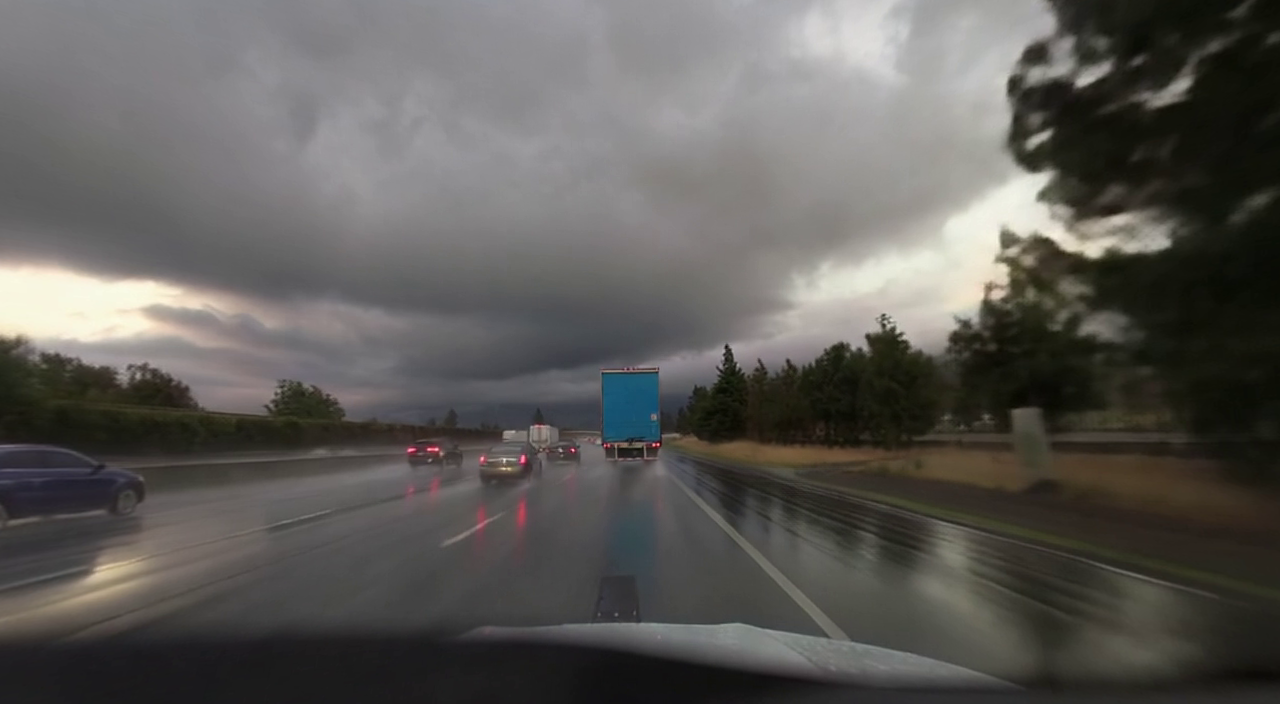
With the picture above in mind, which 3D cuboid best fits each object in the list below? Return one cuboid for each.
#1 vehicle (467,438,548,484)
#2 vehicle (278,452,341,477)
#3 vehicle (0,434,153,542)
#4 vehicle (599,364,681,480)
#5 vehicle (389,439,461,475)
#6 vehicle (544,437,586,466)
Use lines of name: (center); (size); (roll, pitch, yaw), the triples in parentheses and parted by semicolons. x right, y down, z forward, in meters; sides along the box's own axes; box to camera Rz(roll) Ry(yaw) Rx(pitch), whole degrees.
vehicle: (-4.864, 4.046, 23.714); (2.164, 1.582, 3.979); (0, -8, 0)
vehicle: (-21.332, 7.242, 40.834); (1.745, 1.444, 4.404); (-1, -8, 0)
vehicle: (-10.048, 2.007, 9.431); (1.899, 1.517, 4.554); (0, -8, -1)
vehicle: (-0.223, 3.254, 27.847); (2.913, 4.113, 10.724); (0, -8, -2)
vehicle: (-10.262, 4.999, 30.370); (1.952, 1.590, 4.090); (0, -8, 1)
vehicle: (-4.597, 6.150, 39.171); (2.158, 1.680, 4.087); (0, -8, 0)
